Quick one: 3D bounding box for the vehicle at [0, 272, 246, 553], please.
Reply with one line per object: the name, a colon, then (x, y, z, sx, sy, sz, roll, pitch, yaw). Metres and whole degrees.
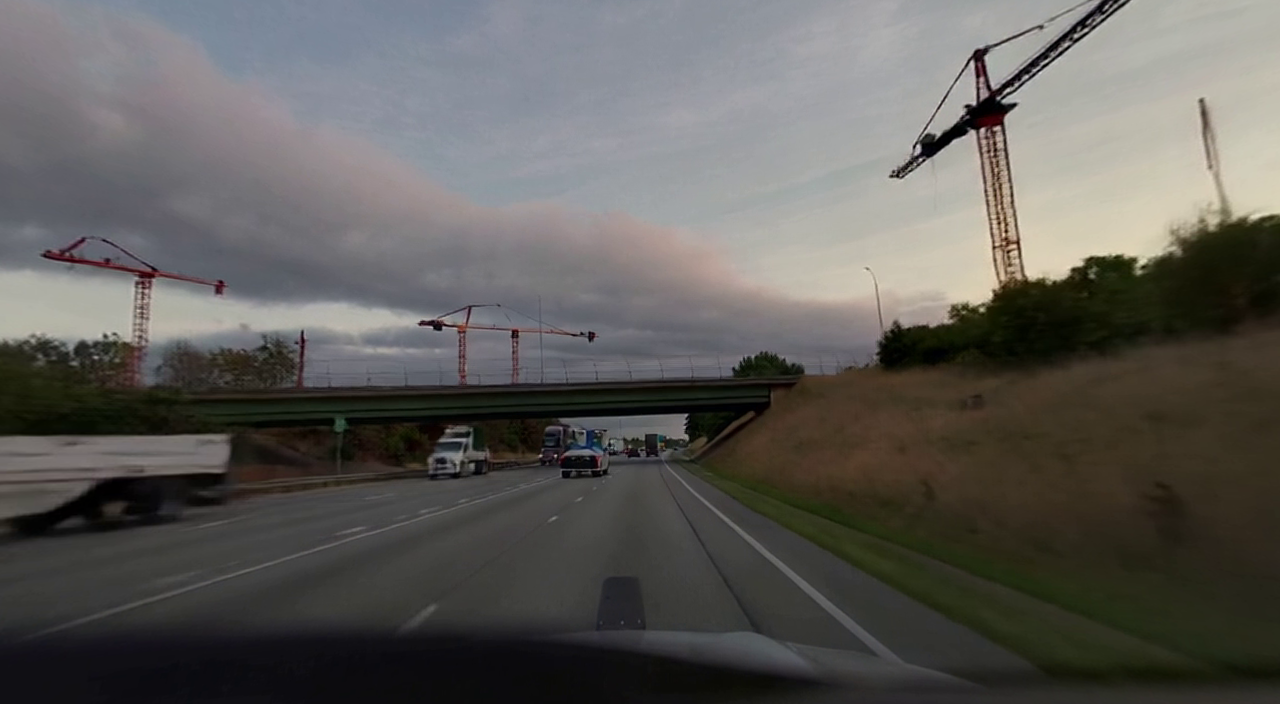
vehicle: (-10.170, 0.896, 9.040, 2.813, 3.815, 9.248, 0, -9, 1)

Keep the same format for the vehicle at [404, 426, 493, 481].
vehicle: (-9.900, 5.353, 33.242, 2.762, 2.579, 6.099, 0, -9, 0)

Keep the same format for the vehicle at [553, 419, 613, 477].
vehicle: (-2.922, 5.194, 33.985, 2.565, 2.771, 6.641, 0, -9, 0)
